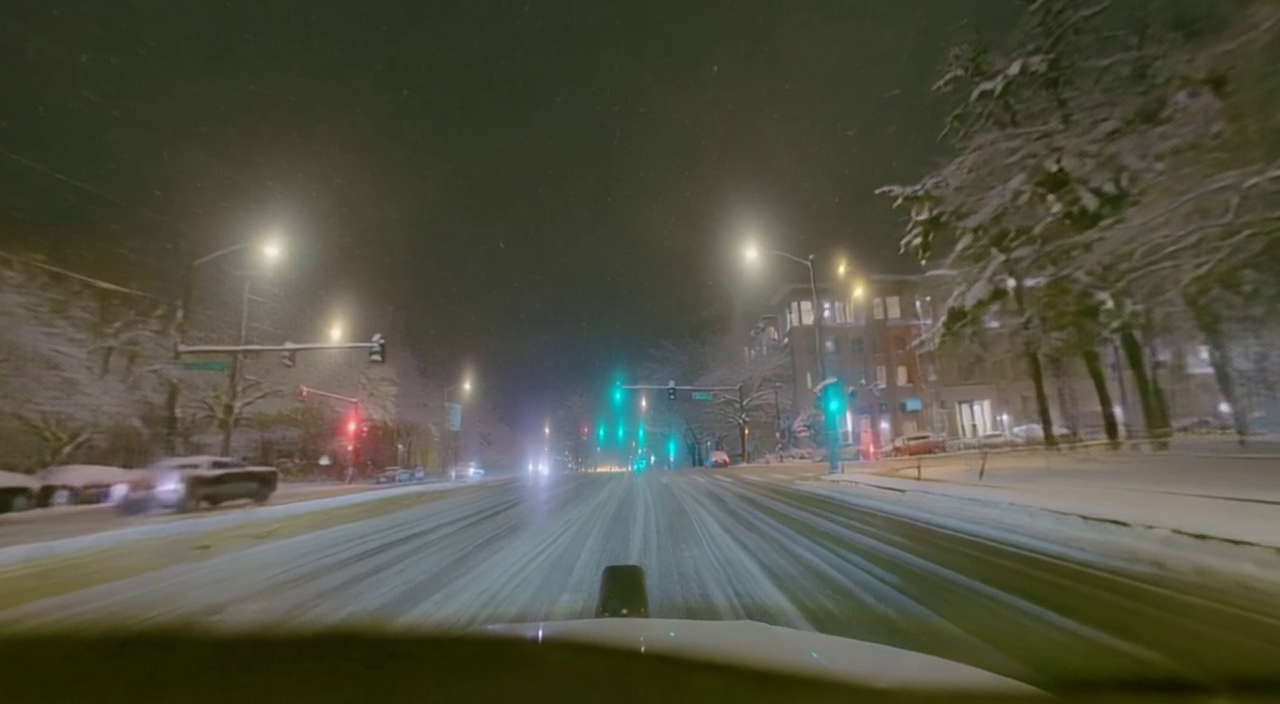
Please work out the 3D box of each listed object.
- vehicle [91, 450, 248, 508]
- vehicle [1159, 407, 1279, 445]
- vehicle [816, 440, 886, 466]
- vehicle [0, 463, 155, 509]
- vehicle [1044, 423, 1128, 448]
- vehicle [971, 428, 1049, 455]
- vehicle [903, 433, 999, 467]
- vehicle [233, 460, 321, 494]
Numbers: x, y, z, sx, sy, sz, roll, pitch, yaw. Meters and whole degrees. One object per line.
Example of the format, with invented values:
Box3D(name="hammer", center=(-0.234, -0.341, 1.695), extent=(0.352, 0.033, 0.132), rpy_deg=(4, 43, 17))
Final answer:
Box3D(name="vehicle", center=(-15.669, 4.199, 21.362), extent=(1.945, 1.737, 4.358), rpy_deg=(0, -9, 0))
Box3D(name="vehicle", center=(32.168, 4.135, 34.907), extent=(4.841, 1.720, 1.950), rpy_deg=(-4, -8, 5))
Box3D(name="vehicle", center=(15.458, 7.446, 46.377), extent=(4.432, 1.523, 1.908), rpy_deg=(-4, -13, 6))
Box3D(name="vehicle", center=(-22.647, 5.344, 25.550), extent=(1.838, 1.526, 5.104), rpy_deg=(-1, -9, 2))
Box3D(name="vehicle", center=(31.566, 5.957, 44.769), extent=(4.318, 1.476, 1.940), rpy_deg=(-4, -10, 7))
Box3D(name="vehicle", center=(26.541, 6.458, 45.338), extent=(4.258, 1.456, 1.825), rpy_deg=(-4, -14, 4))
Box3D(name="vehicle", center=(17.520, 5.553, 35.719), extent=(4.329, 1.502, 2.122), rpy_deg=(-4, -4, 6))
Box3D(name="vehicle", center=(-19.032, 6.554, 33.323), extent=(1.958, 1.492, 4.580), rpy_deg=(-2, -9, 0))
